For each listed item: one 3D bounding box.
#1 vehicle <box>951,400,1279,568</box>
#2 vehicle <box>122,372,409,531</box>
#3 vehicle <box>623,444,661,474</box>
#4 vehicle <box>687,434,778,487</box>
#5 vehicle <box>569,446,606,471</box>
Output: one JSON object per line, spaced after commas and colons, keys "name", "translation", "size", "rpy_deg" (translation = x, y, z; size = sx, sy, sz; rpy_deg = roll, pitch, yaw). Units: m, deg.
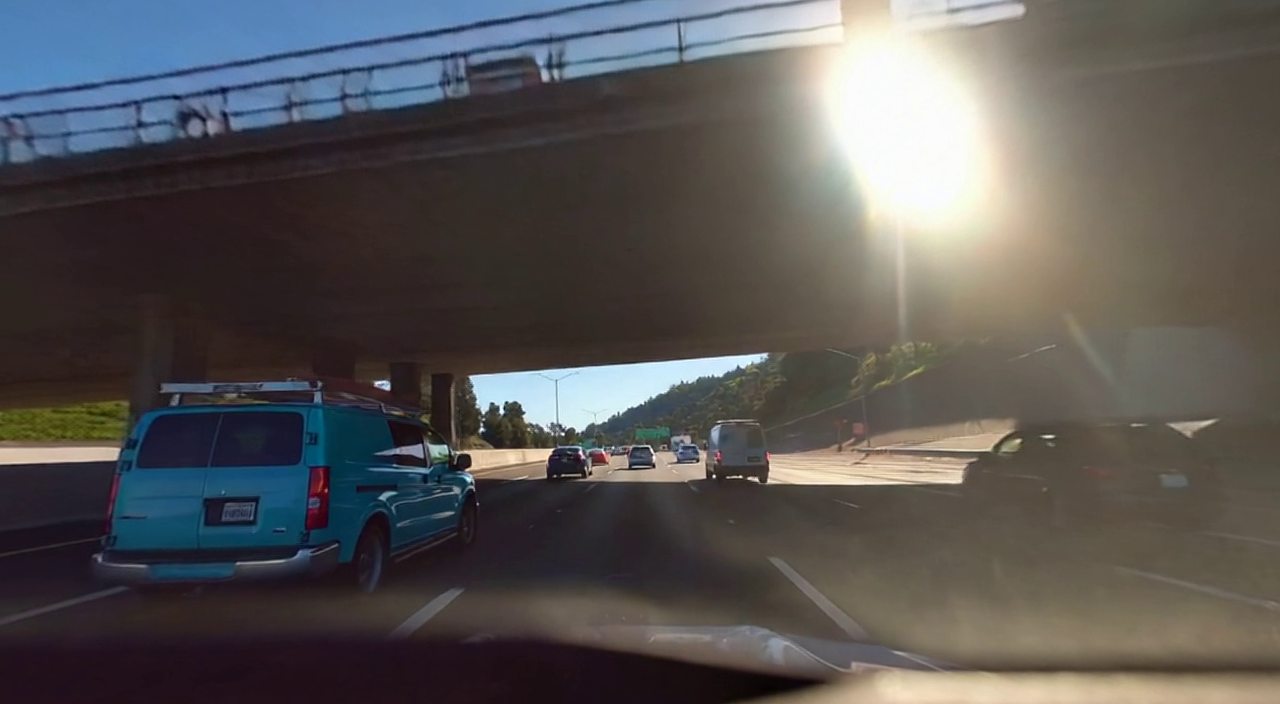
{"name": "vehicle", "translation": [7.488, 1.877, 9.866], "size": [2.304, 1.840, 5.706], "rpy_deg": [0, -9, 0]}
{"name": "vehicle", "translation": [-7.607, 2.179, 14.086], "size": [2.336, 2.708, 6.421], "rpy_deg": [0, -9, 1]}
{"name": "vehicle", "translation": [0.115, 6.155, 36.661], "size": [2.115, 1.617, 4.102], "rpy_deg": [0, -9, 0]}
{"name": "vehicle", "translation": [3.560, 4.348, 25.673], "size": [2.777, 1.895, 5.710], "rpy_deg": [0, -9, 0]}
{"name": "vehicle", "translation": [-3.359, 6.894, 40.958], "size": [1.970, 1.483, 4.071], "rpy_deg": [0, -9, 1]}
